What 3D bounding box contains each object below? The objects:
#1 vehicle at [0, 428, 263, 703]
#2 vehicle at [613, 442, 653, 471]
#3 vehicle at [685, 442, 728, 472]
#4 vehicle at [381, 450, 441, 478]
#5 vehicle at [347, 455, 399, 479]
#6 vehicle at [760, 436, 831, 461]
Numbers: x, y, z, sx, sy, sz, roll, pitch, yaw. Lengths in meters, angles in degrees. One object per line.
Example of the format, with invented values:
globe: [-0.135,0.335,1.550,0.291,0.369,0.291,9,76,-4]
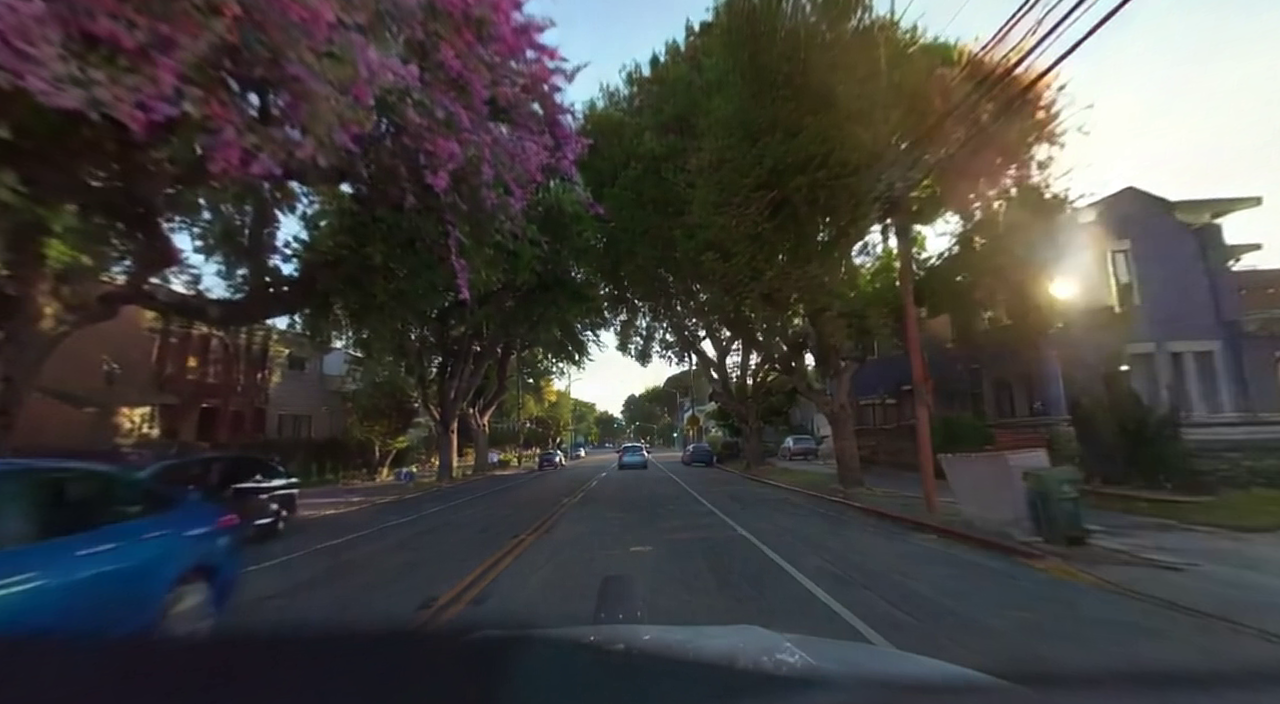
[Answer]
vehicle: [-3.708,1.047,2.301,2.022,1.534,4.320,0,-8,-1]
vehicle: [-0.419,5.838,35.394,2.104,1.500,3.815,0,-8,-1]
vehicle: [3.787,6.049,36.490,1.895,1.640,4.090,0,-8,-1]
vehicle: [-15.302,7.474,42.303,2.106,1.711,4.743,0,-8,2]
vehicle: [-18.022,7.757,42.620,1.797,1.414,3.641,0,-8,2]
vehicle: [10.911,6.829,44.435,4.467,1.727,2.009,0,-9,-1]
